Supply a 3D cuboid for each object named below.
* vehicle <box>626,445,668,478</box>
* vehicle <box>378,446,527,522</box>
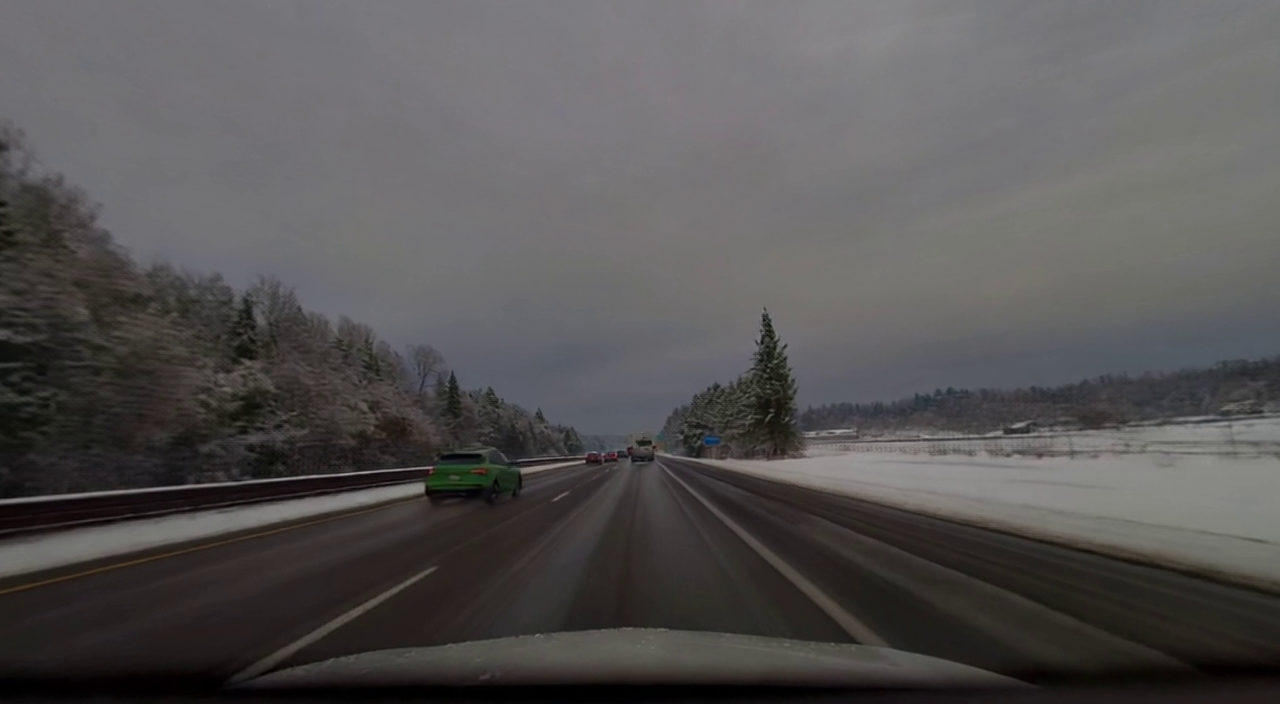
[{"bbox_3d":[0.355,5.997,34.756,2.172,1.687,3.929,0,-9,0],"label":"vehicle"},{"bbox_3d":[-4.051,2.917,14.499,1.998,1.460,4.422,0,-9,1],"label":"vehicle"}]
